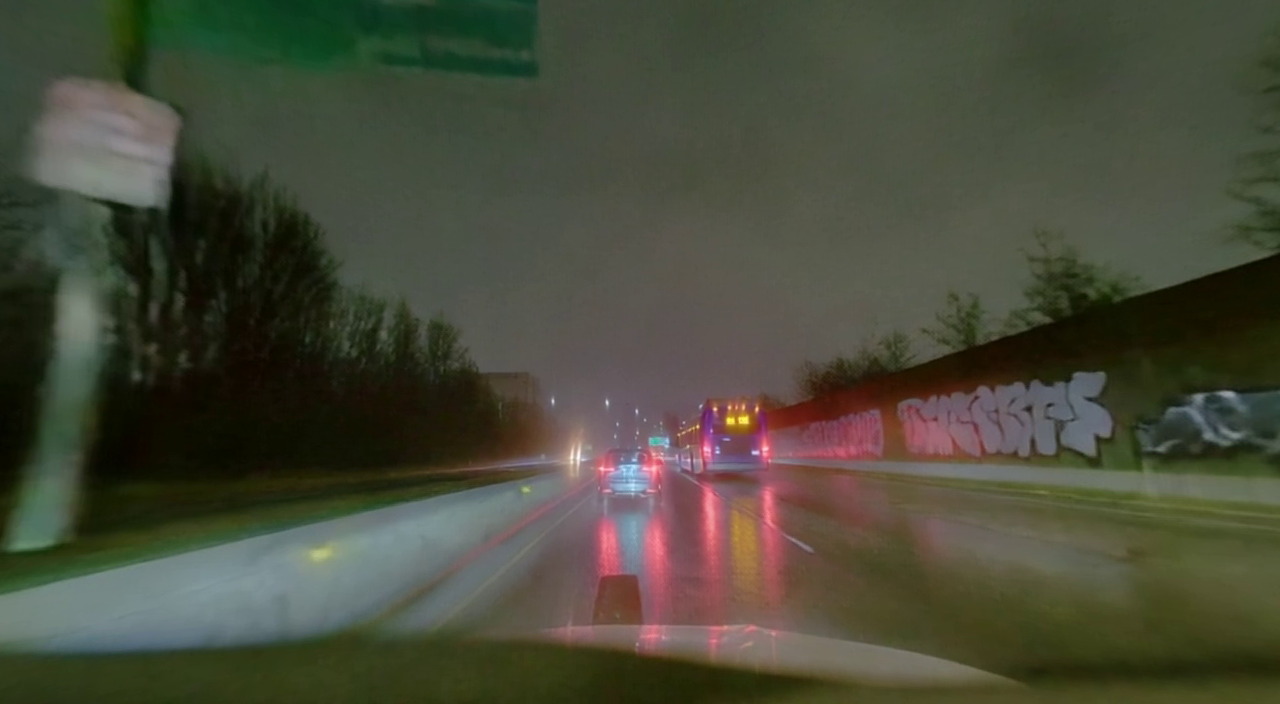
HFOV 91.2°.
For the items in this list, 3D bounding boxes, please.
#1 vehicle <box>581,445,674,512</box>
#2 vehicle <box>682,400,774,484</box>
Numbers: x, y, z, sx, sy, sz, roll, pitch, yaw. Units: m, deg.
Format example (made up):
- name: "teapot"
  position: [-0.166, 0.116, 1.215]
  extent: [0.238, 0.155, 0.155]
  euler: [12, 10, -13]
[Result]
- name: "vehicle"
  position: [-0.278, 3.286, 16.700]
  extent: [2.160, 1.532, 4.073]
  euler: [-1, -9, 0]
- name: "vehicle"
  position: [4.108, 4.761, 32.520]
  extent: [3.055, 3.479, 12.521]
  euler: [-1, -9, 1]
